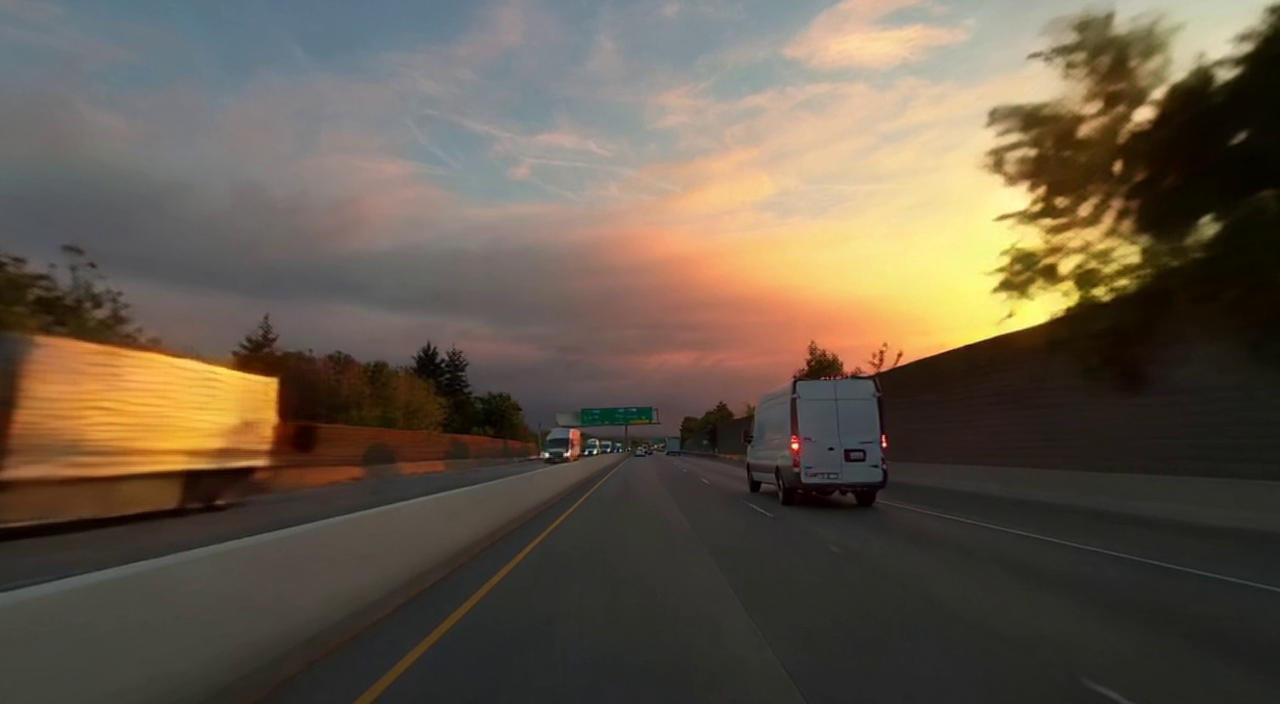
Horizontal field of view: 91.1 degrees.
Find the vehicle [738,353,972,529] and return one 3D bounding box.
[{"bbox_3d":[3.977,1.928,13.540,2.449,2.805,6.763,0,-9,-1],"label":"vehicle"}]

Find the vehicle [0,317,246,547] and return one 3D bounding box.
[{"bbox_3d":[-12.767,1.642,12.505,3.343,3.928,10.064,0,-9,0],"label":"vehicle"}]
